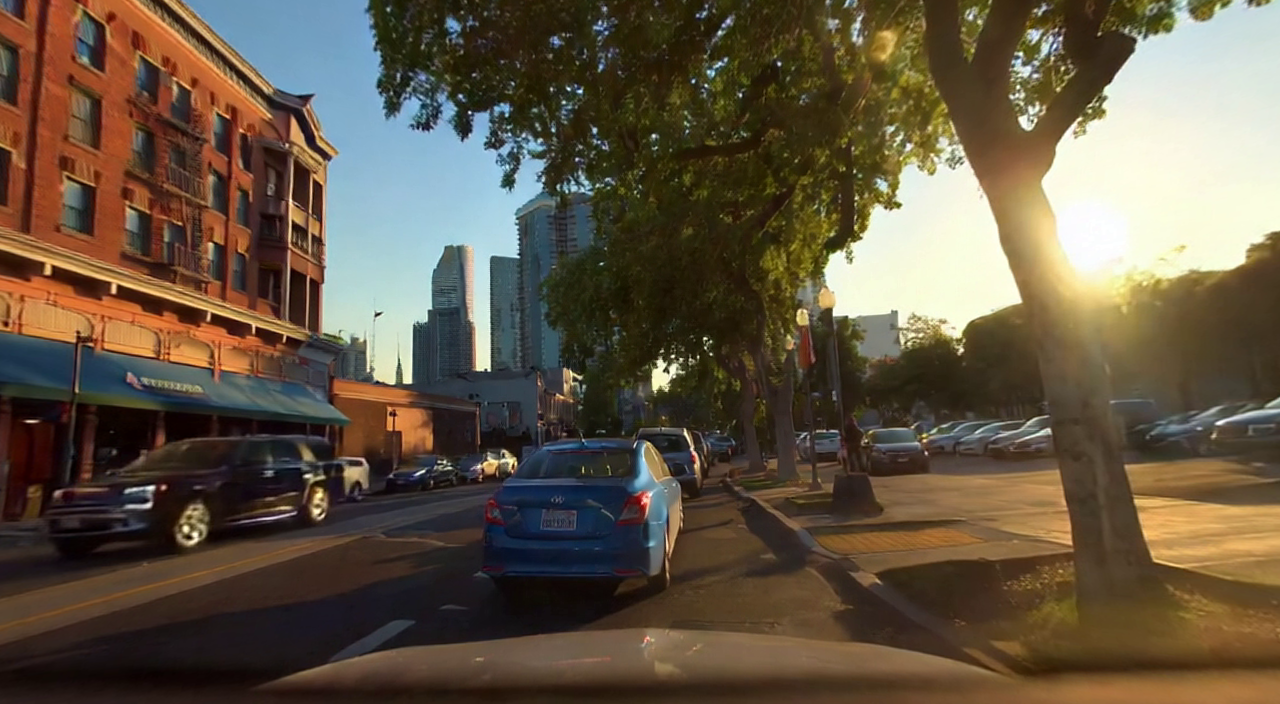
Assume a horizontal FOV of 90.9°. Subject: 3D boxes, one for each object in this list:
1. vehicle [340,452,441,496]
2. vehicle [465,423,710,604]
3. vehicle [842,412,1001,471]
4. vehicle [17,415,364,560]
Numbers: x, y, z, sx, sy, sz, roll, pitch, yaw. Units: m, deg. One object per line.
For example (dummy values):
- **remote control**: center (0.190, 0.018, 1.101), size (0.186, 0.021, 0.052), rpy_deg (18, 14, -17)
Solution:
- **vehicle**: center (-10.260, 5.028, 26.279), size (1.826, 1.432, 4.556), rpy_deg (-7, -9, 8)
- **vehicle**: center (-0.260, 1.641, 7.339), size (1.939, 1.478, 3.922), rpy_deg (-2, -8, 9)
- **vehicle**: center (9.014, 2.832, 20.218), size (4.558, 1.528, 1.915), rpy_deg (0, -8, -23)
- **vehicle**: center (-7.017, 2.147, 10.728), size (2.071, 1.811, 4.711), rpy_deg (-4, -9, 7)
